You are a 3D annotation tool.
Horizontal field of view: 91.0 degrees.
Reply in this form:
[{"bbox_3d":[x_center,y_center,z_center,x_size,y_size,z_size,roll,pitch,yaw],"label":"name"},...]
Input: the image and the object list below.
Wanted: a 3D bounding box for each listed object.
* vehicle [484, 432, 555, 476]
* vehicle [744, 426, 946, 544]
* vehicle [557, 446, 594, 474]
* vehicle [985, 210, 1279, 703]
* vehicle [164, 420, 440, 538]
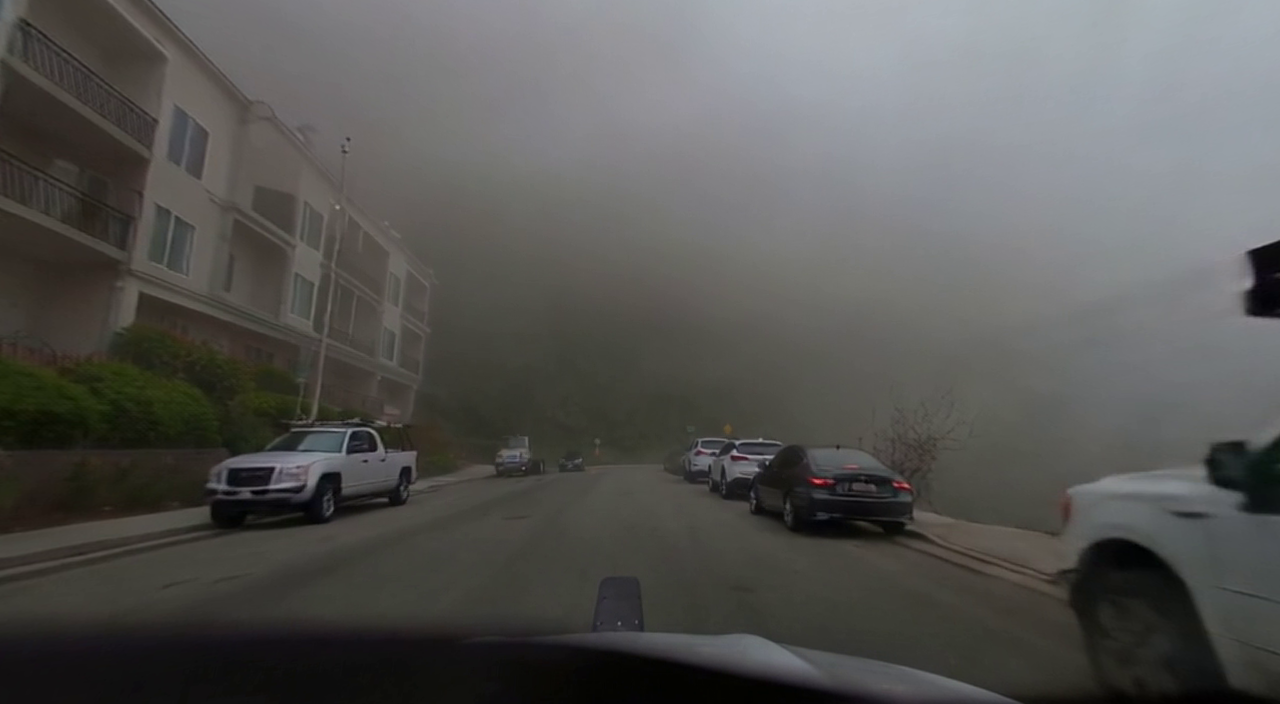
[{"bbox_3d":[-6.454,5.696,34.542,2.692,1.949,5.948,0,-13,0],"label":"vehicle"},{"bbox_3d":[3.199,2.170,10.950,1.926,1.602,4.433,0,-8,-1],"label":"vehicle"},{"bbox_3d":[-3.570,6.141,35.485,1.856,1.474,4.522,1,-11,-4],"label":"vehicle"},{"bbox_3d":[3.482,0.465,1.218,2.482,2.184,5.383,0,-8,-1],"label":"vehicle"},{"bbox_3d":[-6.220,2.413,12.758,2.374,1.843,5.638,0,-8,1],"label":"vehicle"}]
